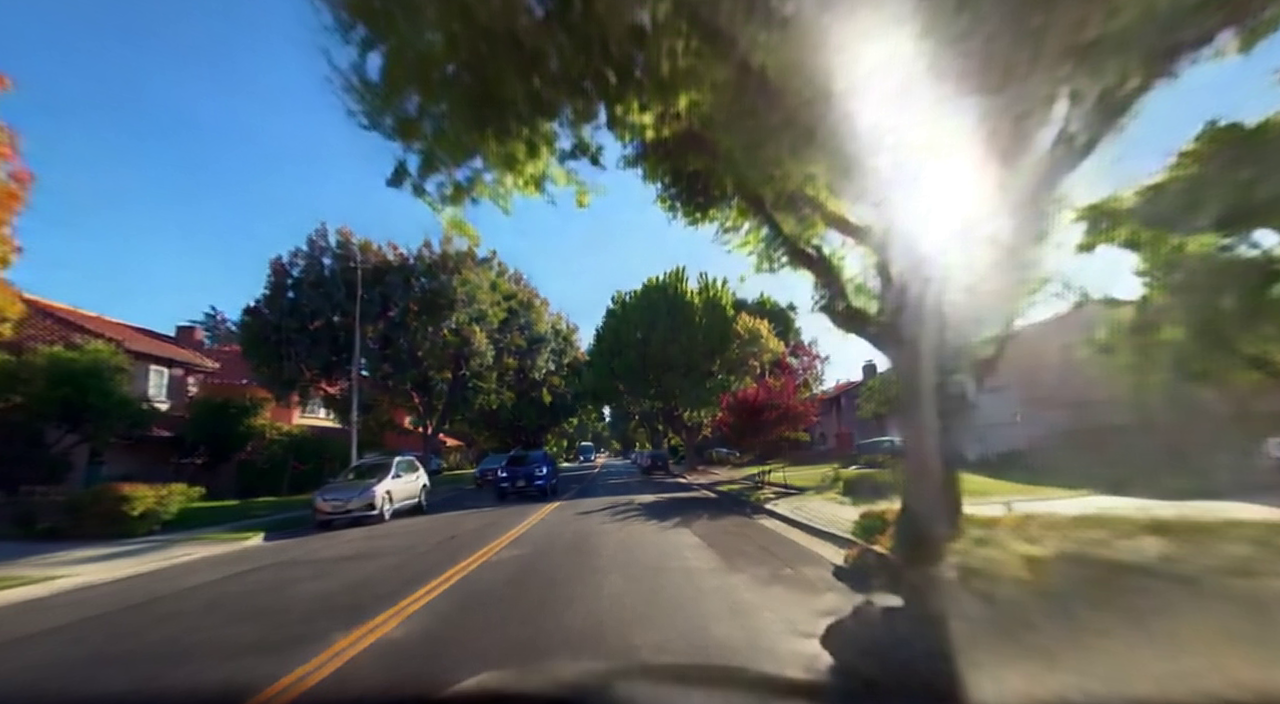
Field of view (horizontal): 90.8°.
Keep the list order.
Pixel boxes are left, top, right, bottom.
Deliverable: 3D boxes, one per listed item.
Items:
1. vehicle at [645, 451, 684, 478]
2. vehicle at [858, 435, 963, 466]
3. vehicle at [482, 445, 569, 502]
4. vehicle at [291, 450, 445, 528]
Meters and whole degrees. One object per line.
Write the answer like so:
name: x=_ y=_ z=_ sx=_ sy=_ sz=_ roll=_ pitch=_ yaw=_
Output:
vehicle: x=1.452 y=6.918 z=39.071 sx=1.996 sy=1.516 sz=4.122 roll=1 pitch=-9 yaw=-4
vehicle: x=13.102 y=4.815 z=30.910 sx=4.370 sy=1.433 sz=1.889 roll=-2 pitch=-9 yaw=12
vehicle: x=-3.706 y=4.024 z=21.360 sx=2.106 sy=1.688 sz=4.392 roll=0 pitch=-9 yaw=0
vehicle: x=-6.591 y=3.317 z=15.908 sx=2.031 sy=1.662 sz=4.194 roll=0 pitch=-9 yaw=-1
